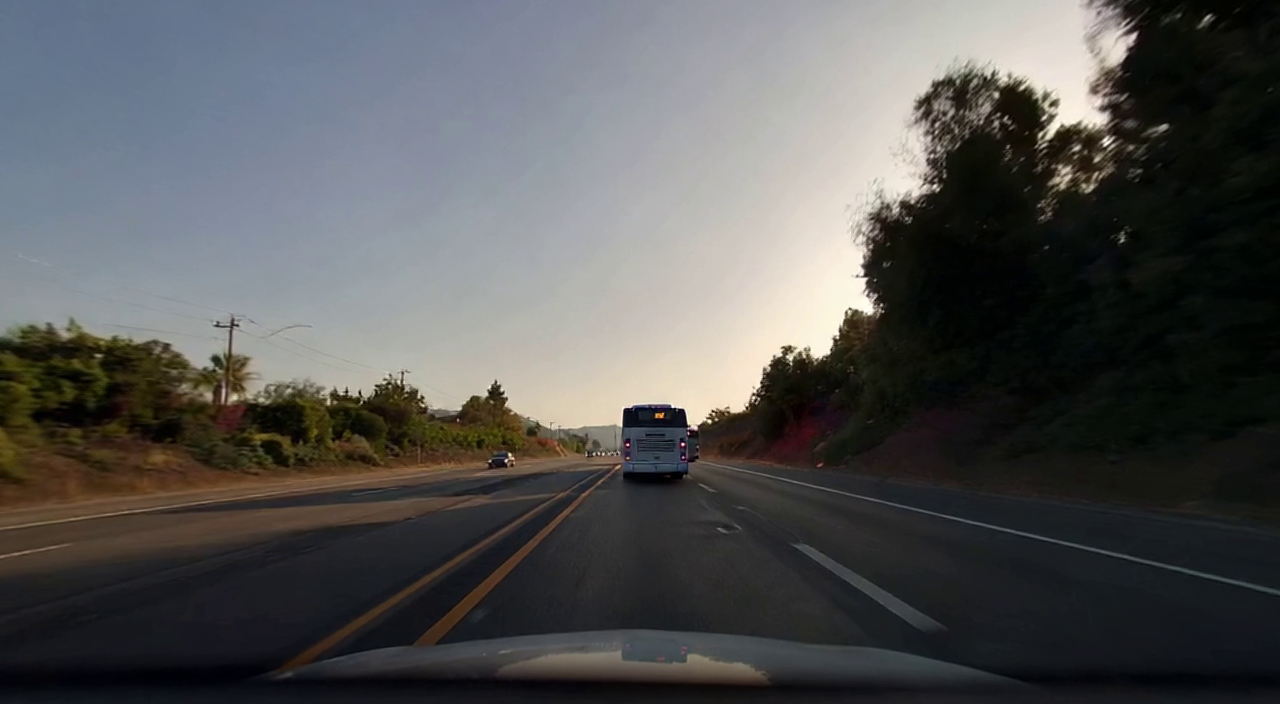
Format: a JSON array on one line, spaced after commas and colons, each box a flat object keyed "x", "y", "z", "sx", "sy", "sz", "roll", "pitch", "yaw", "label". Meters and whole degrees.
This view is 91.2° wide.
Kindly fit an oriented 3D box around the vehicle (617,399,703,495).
[{"x": 0.453, "y": 3.098, "z": 20.562, "sx": 2.414, "sy": 2.675, "sz": 5.574, "roll": 0, "pitch": -9, "yaw": -2, "label": "vehicle"}]
